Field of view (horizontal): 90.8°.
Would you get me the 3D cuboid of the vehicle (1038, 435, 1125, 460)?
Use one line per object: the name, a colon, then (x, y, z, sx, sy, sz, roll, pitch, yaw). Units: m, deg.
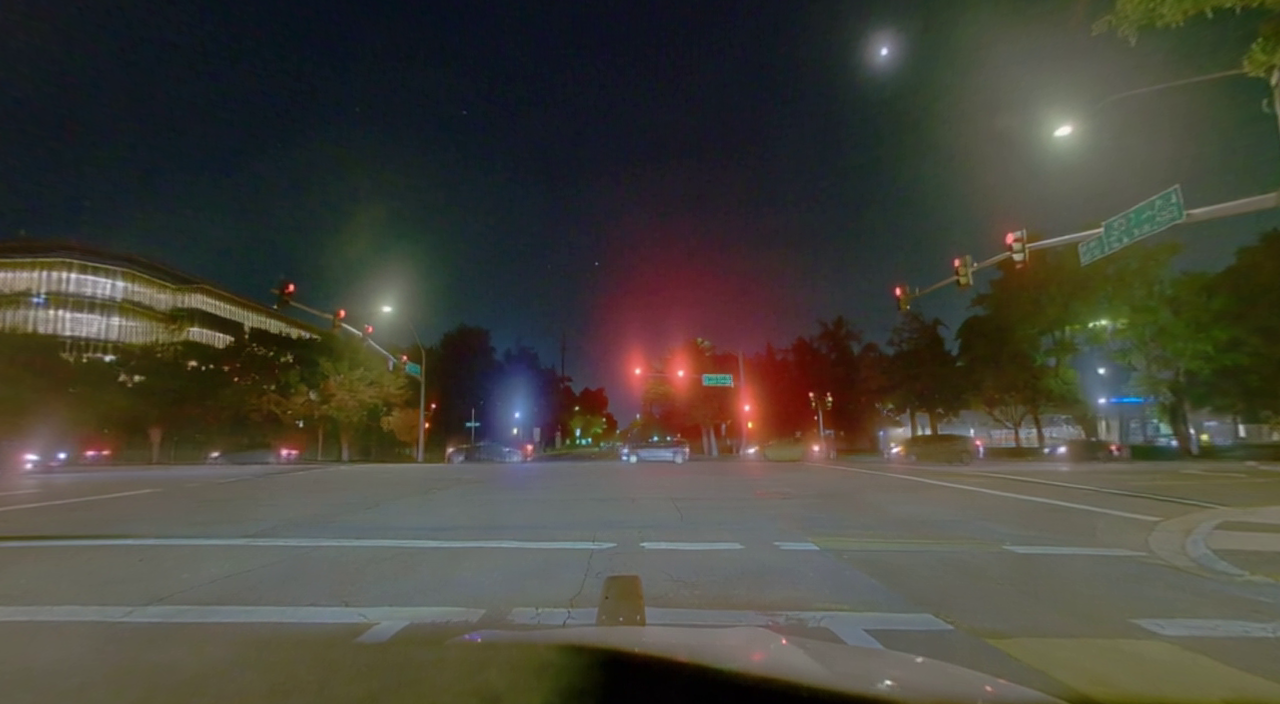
vehicle: (28.104, 6.064, 40.279, 4.100, 1.509, 1.853, 0, -9, 0)

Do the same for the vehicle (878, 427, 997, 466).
vehicle: (14.213, 4.540, 30.320, 4.662, 1.764, 2.064, 1, -9, -8)

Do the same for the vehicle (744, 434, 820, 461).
vehicle: (9.140, 6.194, 40.907, 4.488, 1.667, 1.869, 0, -9, 1)

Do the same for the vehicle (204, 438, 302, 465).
vehicle: (-22.556, 5.831, 36.955, 4.519, 1.476, 1.767, 0, -9, 0)

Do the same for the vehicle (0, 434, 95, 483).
vehicle: (-22.369, 3.716, 22.148, 4.624, 1.593, 2.018, 0, -9, 0)

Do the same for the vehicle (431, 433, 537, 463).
vehicle: (-9.852, 6.137, 40.312, 6.133, 1.833, 2.155, -1, -9, 2)

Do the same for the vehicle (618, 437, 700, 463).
vehicle: (1.102, 5.749, 37.245, 4.724, 1.452, 1.870, 0, -9, 1)
